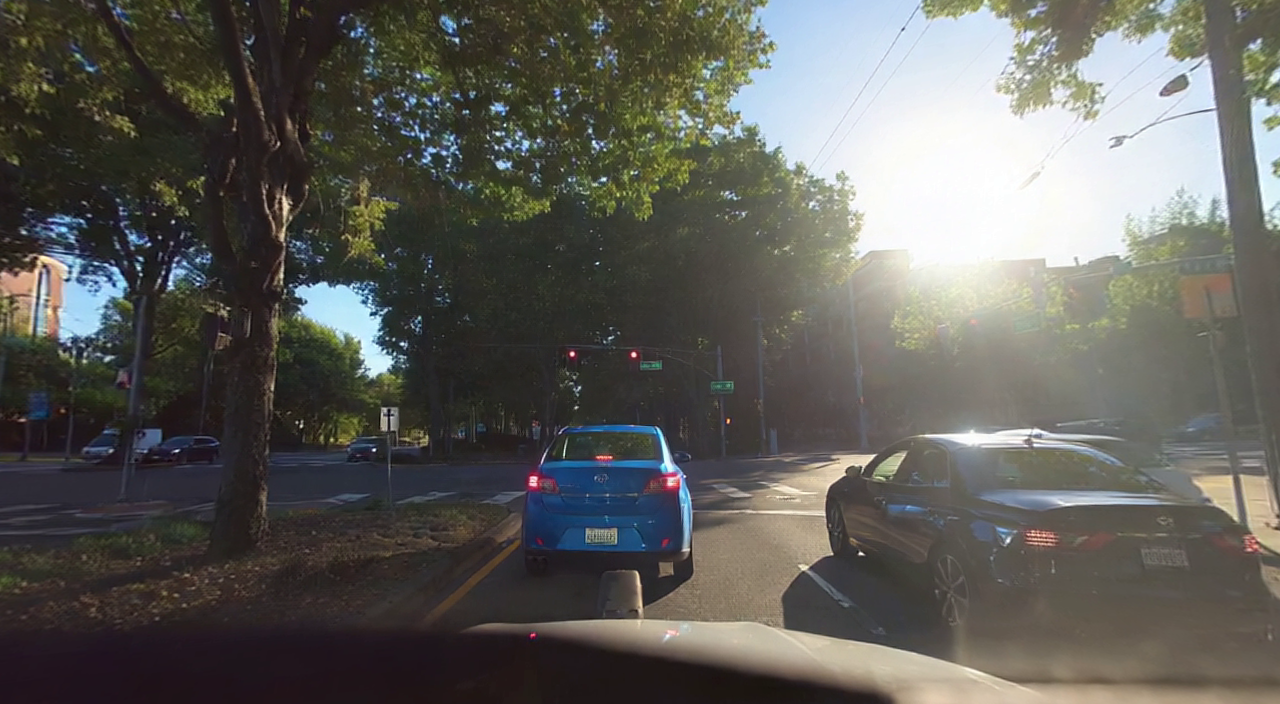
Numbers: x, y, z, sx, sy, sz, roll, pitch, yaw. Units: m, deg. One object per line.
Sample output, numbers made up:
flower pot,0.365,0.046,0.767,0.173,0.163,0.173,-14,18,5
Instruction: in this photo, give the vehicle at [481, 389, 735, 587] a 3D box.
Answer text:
vehicle,-0.346,1.528,7.832,2.247,1.760,4.231,0,-9,-2

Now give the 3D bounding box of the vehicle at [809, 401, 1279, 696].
vehicle,3.172,1.398,5.766,1.932,1.562,4.629,0,-9,0
